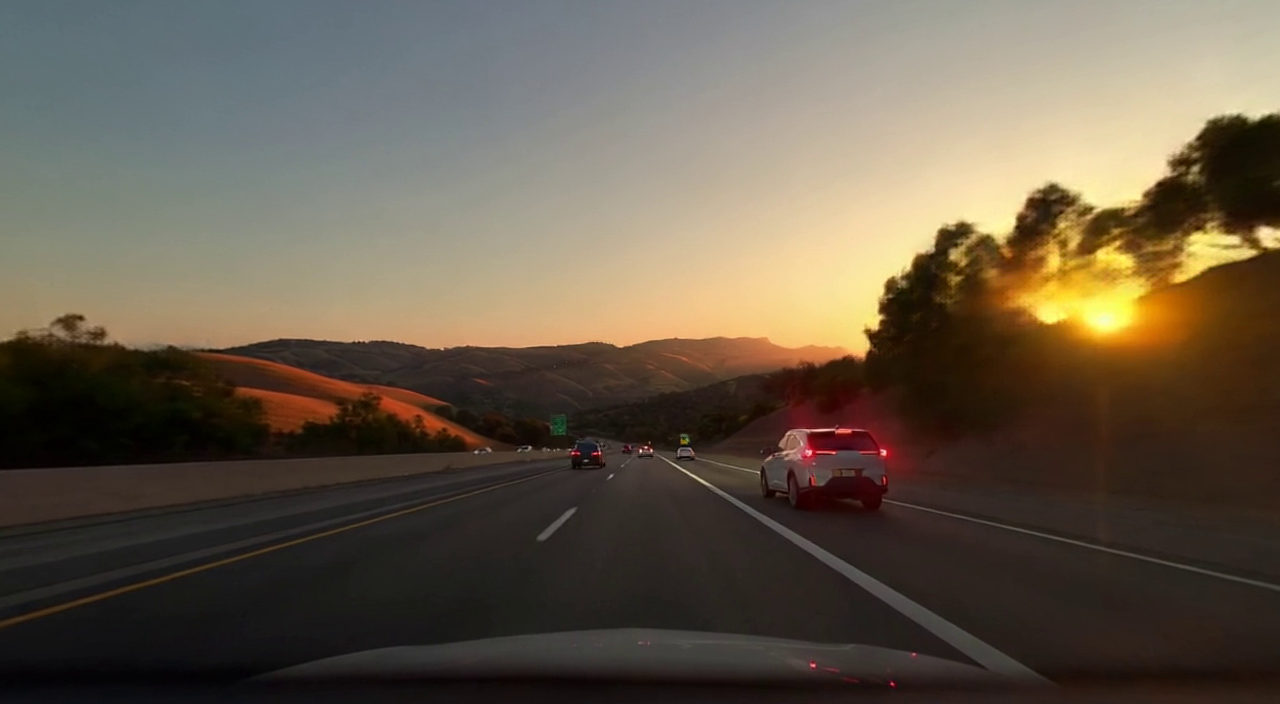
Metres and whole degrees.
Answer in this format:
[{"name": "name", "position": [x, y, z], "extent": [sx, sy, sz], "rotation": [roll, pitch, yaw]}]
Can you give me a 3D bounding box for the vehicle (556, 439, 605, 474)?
[{"name": "vehicle", "position": [-3.027, 5.464, 33.101], "extent": [2.070, 1.707, 4.309], "rotation": [0, -9, 1]}]
